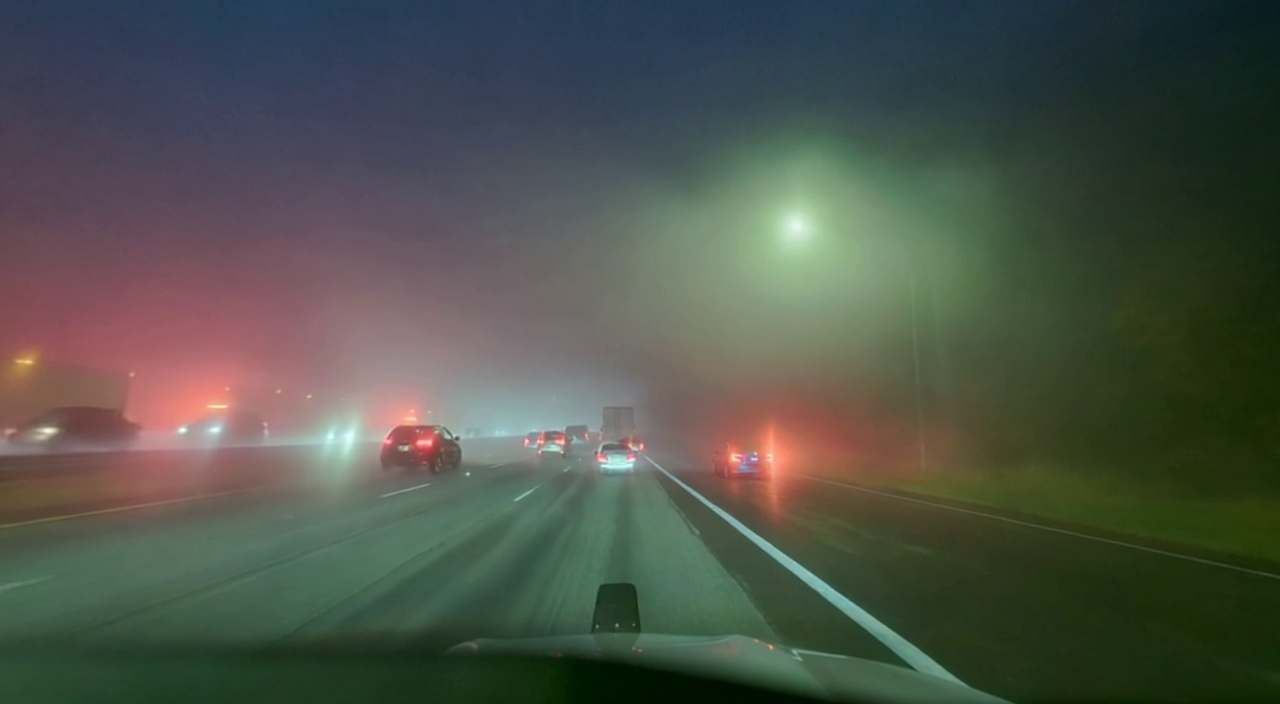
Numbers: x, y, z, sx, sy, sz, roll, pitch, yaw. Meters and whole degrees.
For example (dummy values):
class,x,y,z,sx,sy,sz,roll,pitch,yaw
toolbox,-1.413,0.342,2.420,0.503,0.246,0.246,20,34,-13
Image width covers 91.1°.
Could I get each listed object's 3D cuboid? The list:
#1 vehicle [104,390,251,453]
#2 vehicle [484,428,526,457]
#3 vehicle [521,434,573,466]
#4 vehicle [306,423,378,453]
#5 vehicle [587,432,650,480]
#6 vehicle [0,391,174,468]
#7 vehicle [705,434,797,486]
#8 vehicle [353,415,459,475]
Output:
class,x,y,z,sx,sy,sz,roll,pitch,yaw
vehicle,-19.515,3.025,26.949,2.297,2.410,5.389,0,-8,-2
vehicle,-9.105,6.147,42.775,1.992,1.838,4.493,0,-8,-2
vehicle,-4.608,4.905,31.822,2.046,1.493,4.384,0,-8,-1
vehicle,-15.913,4.625,33.816,1.977,1.542,4.157,0,-8,-3
vehicle,-0.723,3.521,21.573,1.980,1.478,3.758,0,-8,-2
vehicle,-15.017,2.085,16.754,1.919,1.761,4.413,0,-8,-2
vehicle,3.444,3.432,20.426,1.981,1.474,4.396,0,-8,-3
vehicle,-8.413,3.395,23.180,2.158,1.943,4.662,0,-8,-1
